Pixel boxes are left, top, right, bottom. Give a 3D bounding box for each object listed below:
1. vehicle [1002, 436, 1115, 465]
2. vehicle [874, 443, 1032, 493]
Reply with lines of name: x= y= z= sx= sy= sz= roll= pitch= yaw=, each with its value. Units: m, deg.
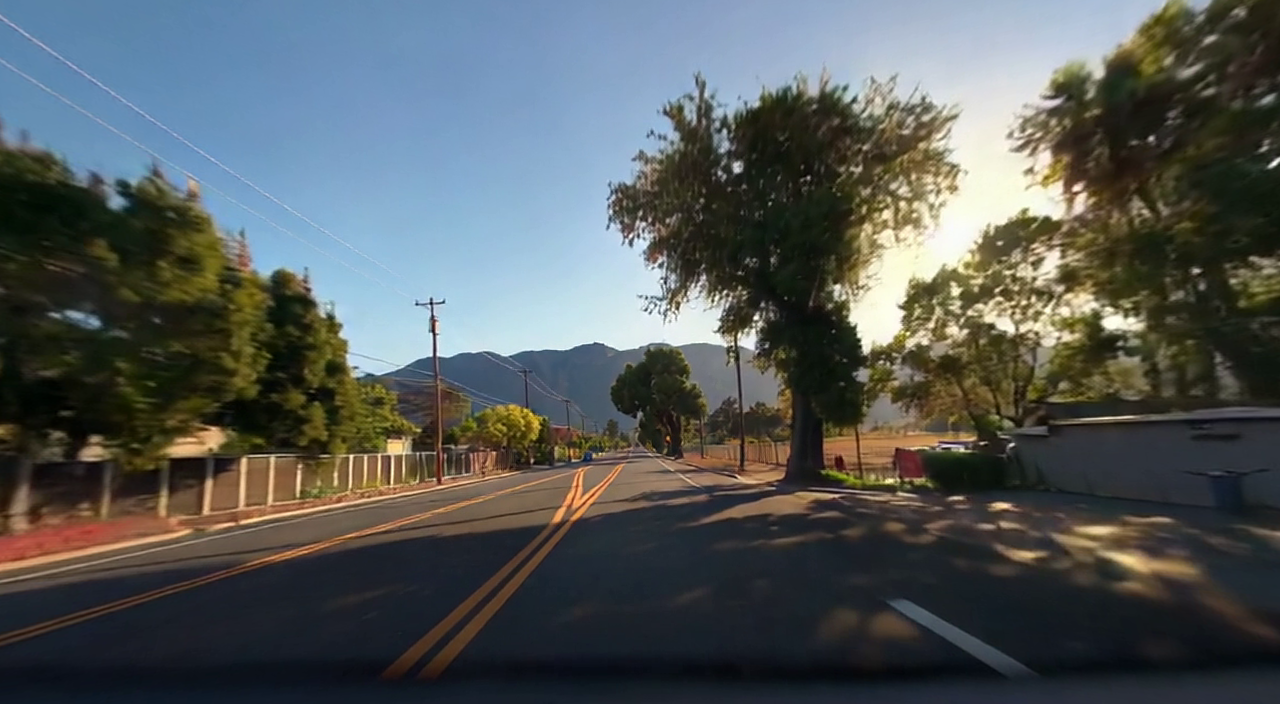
vehicle: x=22.087 y=5.210 z=33.297 sx=4.490 sy=1.470 sz=1.979 roll=-1 pitch=-9 yaw=3
vehicle: x=10.403 y=3.877 z=21.296 sx=4.540 sy=1.505 sz=2.021 roll=-3 pitch=-9 yaw=21
